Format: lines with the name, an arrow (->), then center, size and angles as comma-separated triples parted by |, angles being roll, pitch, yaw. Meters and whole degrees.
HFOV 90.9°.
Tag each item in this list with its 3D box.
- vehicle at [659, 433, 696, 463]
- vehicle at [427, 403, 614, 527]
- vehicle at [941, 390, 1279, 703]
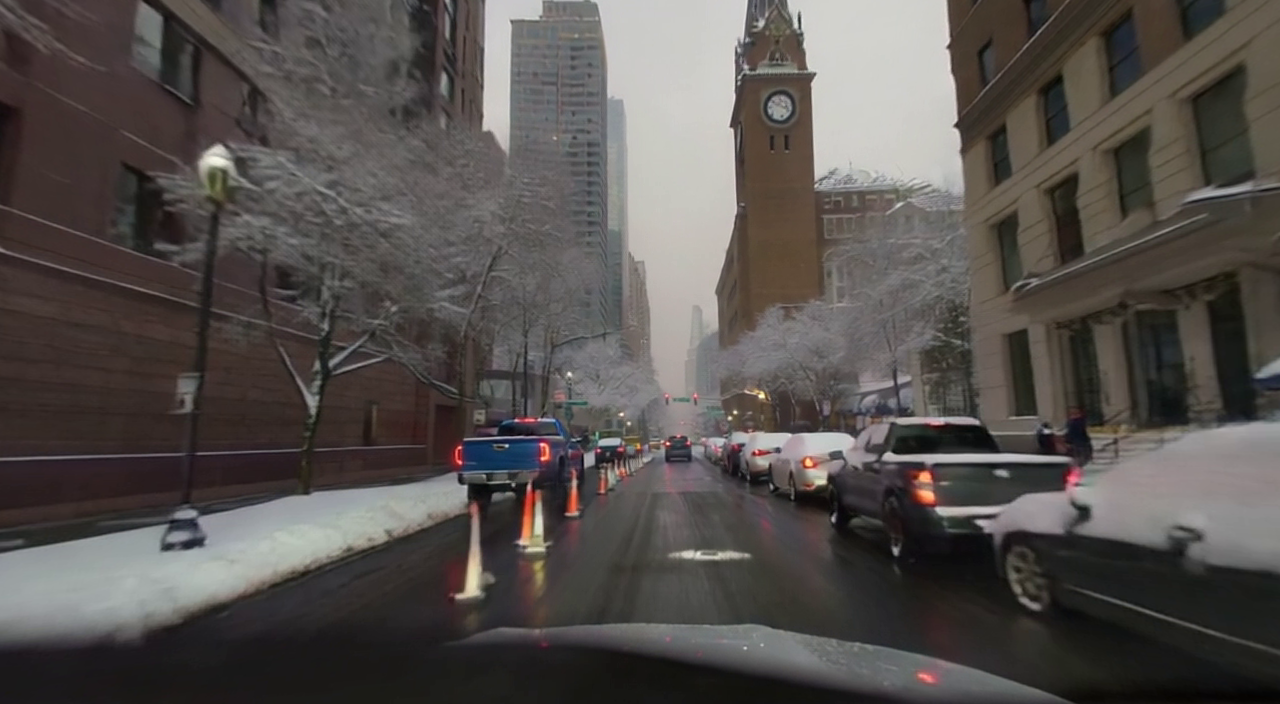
vehicle -> 2.410, 6.177, 40.737 | 2.183, 1.784, 4.317 | -1, -8, 3
vehicle -> -2.032, 2.215, 12.939 | 2.452, 1.954, 5.653 | -1, -8, 3
vehicle -> 3.740, 0.968, 3.030 | 2.212, 1.493, 4.795 | 0, -8, 0
